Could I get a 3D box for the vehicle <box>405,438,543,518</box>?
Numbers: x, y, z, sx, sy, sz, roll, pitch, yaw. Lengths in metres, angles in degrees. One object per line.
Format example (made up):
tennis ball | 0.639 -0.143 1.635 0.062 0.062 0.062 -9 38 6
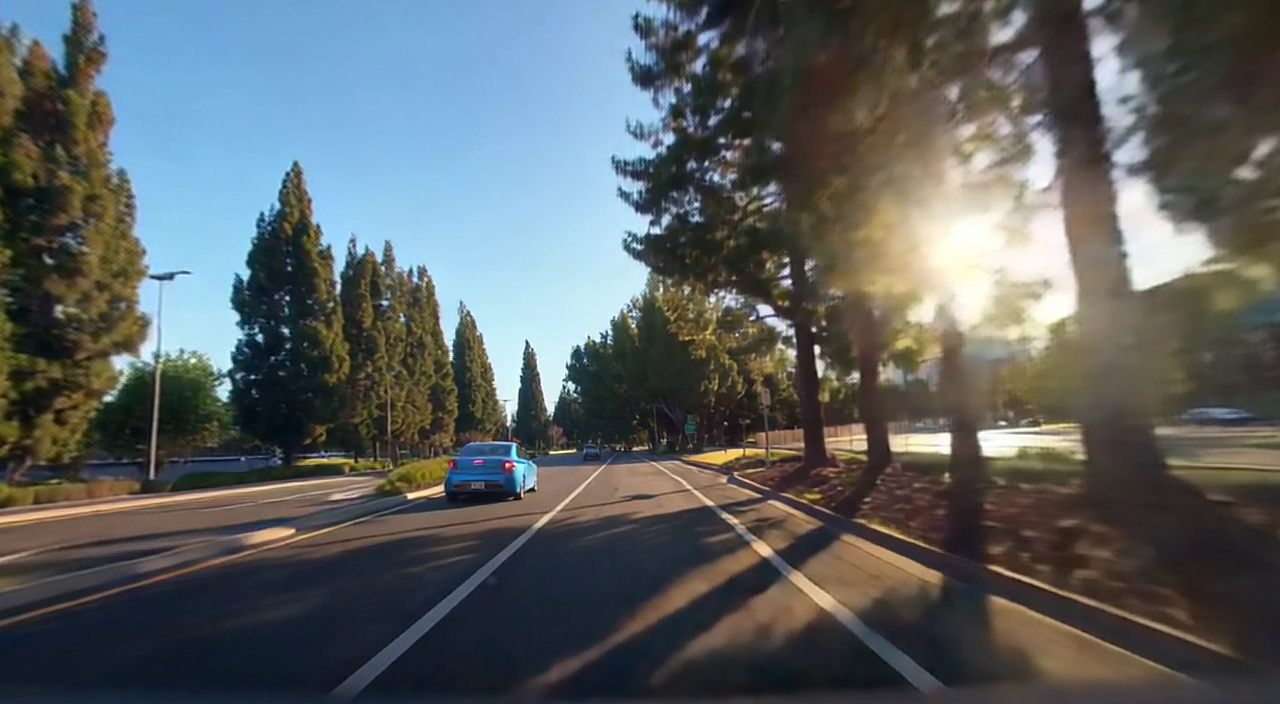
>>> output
vehicle | -3.409 2.664 13.886 1.964 1.472 4.078 0 -9 -1
